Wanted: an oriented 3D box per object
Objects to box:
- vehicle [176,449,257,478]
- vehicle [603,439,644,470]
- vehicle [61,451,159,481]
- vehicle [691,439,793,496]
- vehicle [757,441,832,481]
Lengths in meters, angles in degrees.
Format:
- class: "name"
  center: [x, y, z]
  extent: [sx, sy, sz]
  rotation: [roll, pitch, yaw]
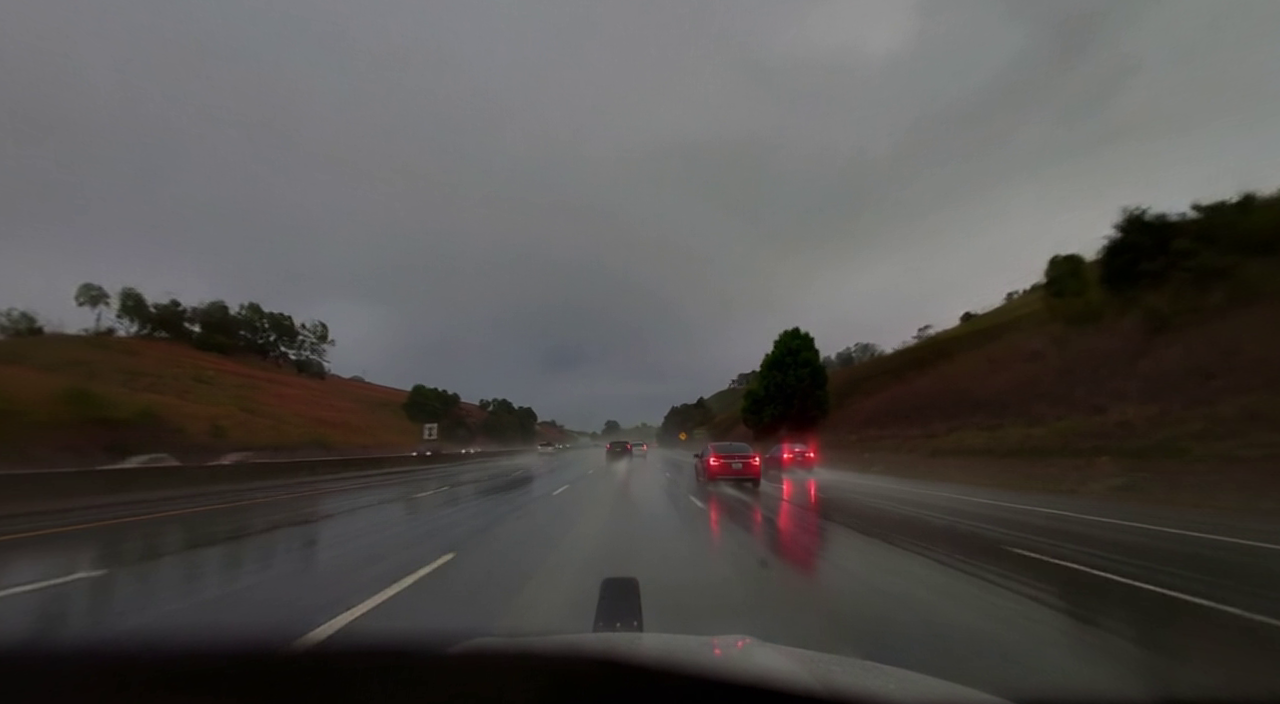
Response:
- class: "vehicle"
  center: [-29.843, 7.840, 44.758]
  extent: [2.091, 1.799, 5.192]
  rotation: [0, -8, 0]
- class: "vehicle"
  center: [-0.917, 5.972, 36.963]
  extent: [2.277, 1.675, 4.023]
  rotation: [0, -8, 0]
- class: "vehicle"
  center: [-33.726, 7.241, 40.418]
  extent: [1.899, 1.763, 5.026]
  rotation: [0, -8, 0]
- class: "vehicle"
  center: [2.883, 3.388, 19.024]
  extent: [2.120, 1.492, 4.734]
  rotation: [0, -8, -2]
- class: "vehicle"
  center: [6.156, 4.386, 25.670]
  extent: [1.845, 1.452, 4.352]
  rotation: [0, -8, -2]
